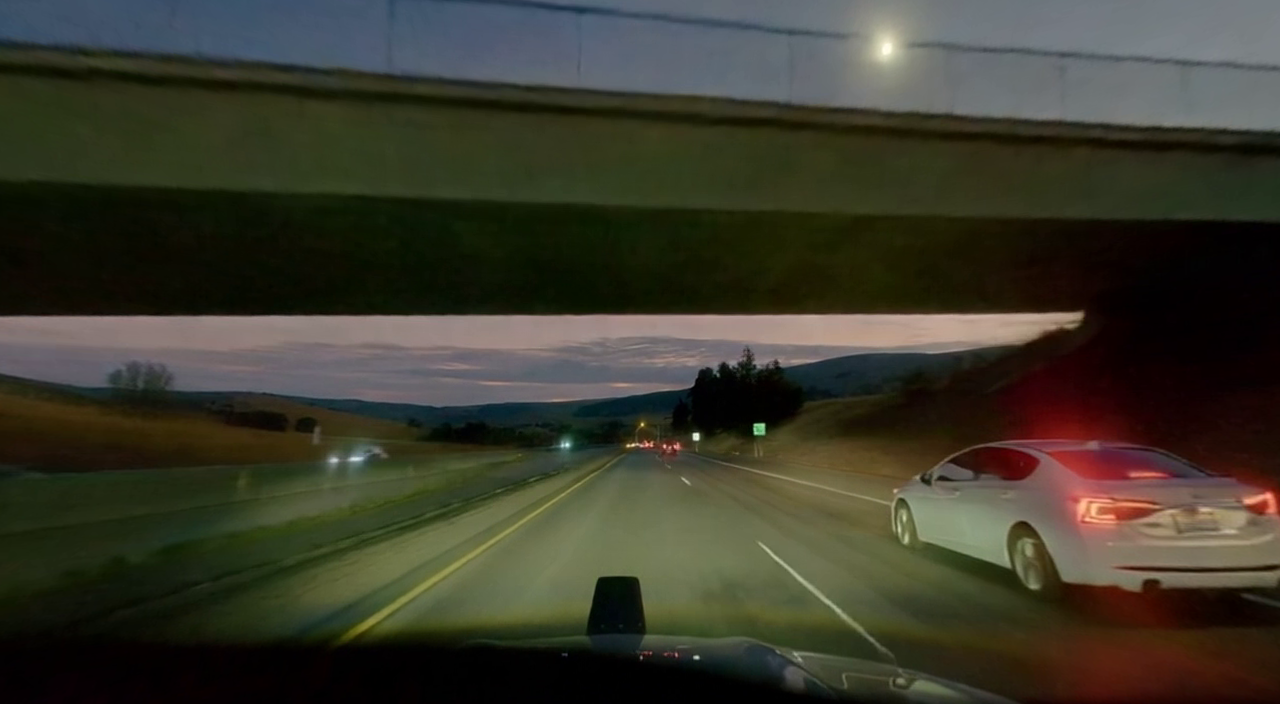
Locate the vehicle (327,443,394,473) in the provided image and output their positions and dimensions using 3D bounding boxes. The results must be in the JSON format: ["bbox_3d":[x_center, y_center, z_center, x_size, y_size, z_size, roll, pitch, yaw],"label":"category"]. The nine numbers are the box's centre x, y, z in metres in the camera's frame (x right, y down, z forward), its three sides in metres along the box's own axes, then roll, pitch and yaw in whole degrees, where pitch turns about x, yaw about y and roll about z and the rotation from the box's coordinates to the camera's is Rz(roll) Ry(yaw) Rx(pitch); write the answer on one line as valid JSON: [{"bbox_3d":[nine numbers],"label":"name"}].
[{"bbox_3d":[-17.271,6.545,39.278,2.068,1.709,4.499,0,-8,0],"label":"vehicle"}]

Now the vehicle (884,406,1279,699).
[{"bbox_3d":[4.183,1.371,5.663,2.027,1.487,4.718,0,-8,-1],"label":"vehicle"}]
